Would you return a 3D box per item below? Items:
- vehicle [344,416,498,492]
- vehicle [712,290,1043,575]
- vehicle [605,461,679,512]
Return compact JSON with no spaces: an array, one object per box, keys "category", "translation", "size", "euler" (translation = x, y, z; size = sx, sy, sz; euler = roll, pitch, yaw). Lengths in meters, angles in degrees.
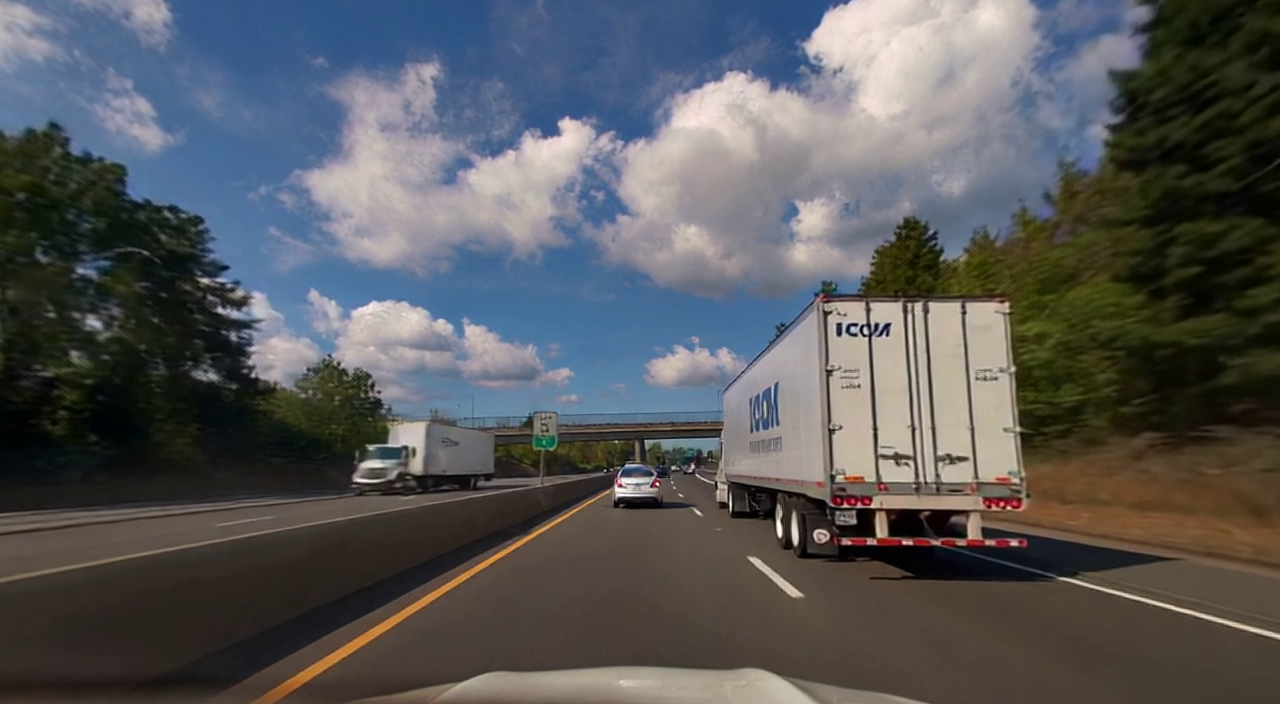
[{"category":"vehicle","translation":[-12.690,6.576,39.431],"size":[2.871,3.707,16.908],"euler":[0,-11,3]},{"category":"vehicle","translation":[4.364,2.612,17.484],"size":[2.964,4.188,16.587],"euler":[0,-10,1]},{"category":"vehicle","translation":[0.067,4.249,20.117],"size":[2.156,1.444,3.762],"euler":[1,-10,0]}]
